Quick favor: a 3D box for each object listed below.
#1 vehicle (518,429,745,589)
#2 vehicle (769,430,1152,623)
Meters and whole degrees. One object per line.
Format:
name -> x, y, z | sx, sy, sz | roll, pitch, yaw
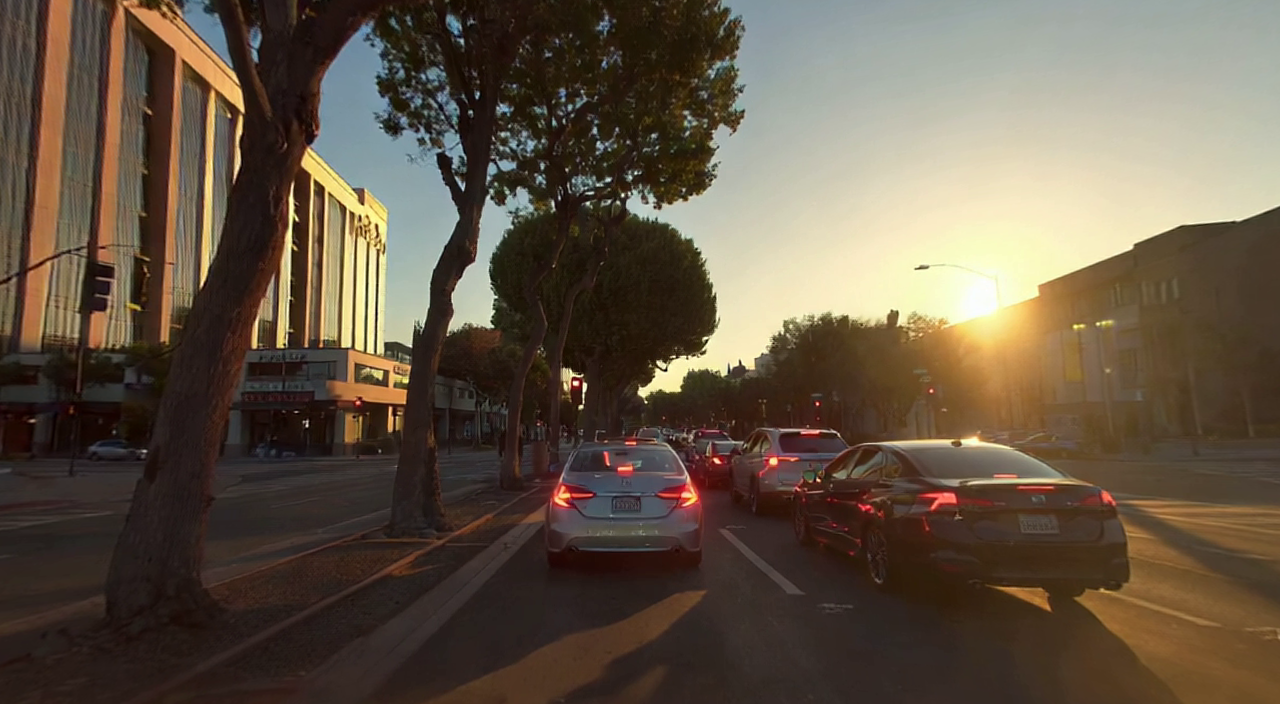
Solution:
vehicle -> -0.090, 1.756, 7.940 | 2.087, 1.456, 4.143 | 0, -8, 0
vehicle -> 2.906, 1.650, 7.010 | 1.893, 1.446, 4.270 | 0, -8, -2
